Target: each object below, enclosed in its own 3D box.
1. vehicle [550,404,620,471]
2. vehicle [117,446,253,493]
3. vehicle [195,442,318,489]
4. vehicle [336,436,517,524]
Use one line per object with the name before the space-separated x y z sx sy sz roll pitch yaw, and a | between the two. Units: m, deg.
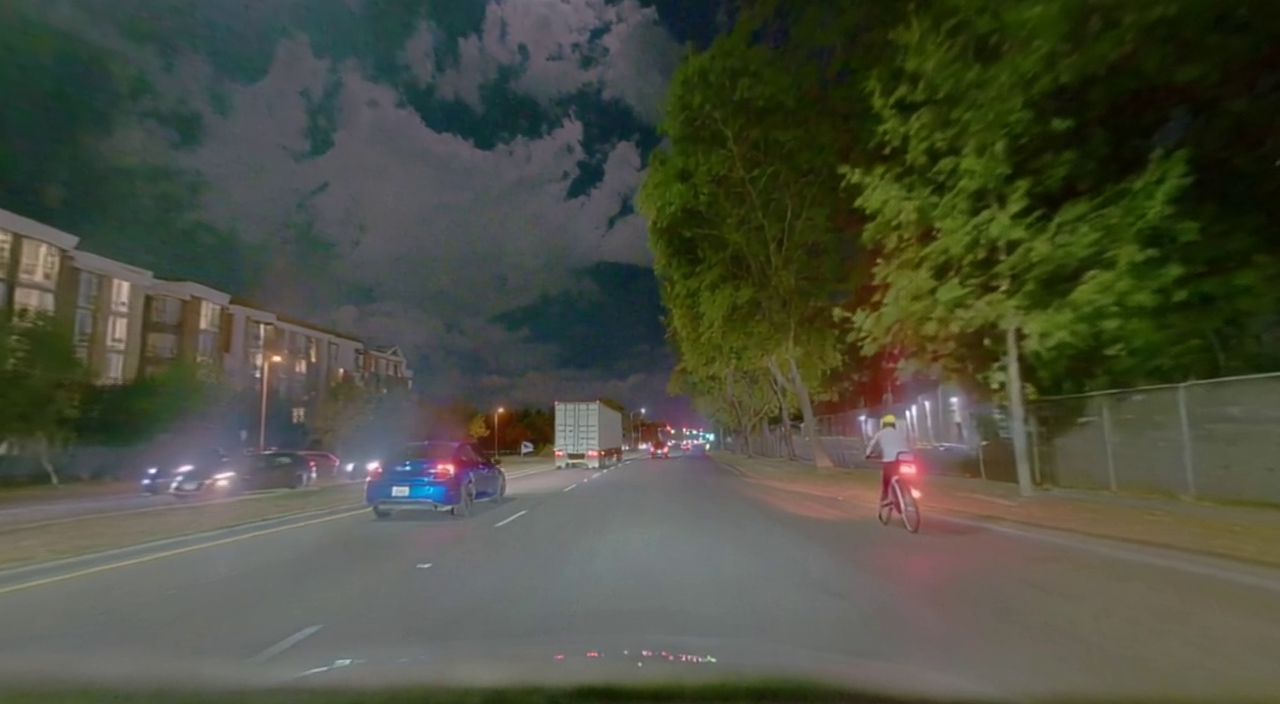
vehicle | -2.851 4.794 35.227 2.746 3.276 8.572 0 -8 3
vehicle | -18.564 4.756 26.077 2.004 1.704 4.876 0 -8 0
vehicle | -15.039 4.420 25.057 1.946 1.688 4.560 0 -8 1
vehicle | -4.034 2.467 12.832 2.005 1.462 4.345 0 -8 2
